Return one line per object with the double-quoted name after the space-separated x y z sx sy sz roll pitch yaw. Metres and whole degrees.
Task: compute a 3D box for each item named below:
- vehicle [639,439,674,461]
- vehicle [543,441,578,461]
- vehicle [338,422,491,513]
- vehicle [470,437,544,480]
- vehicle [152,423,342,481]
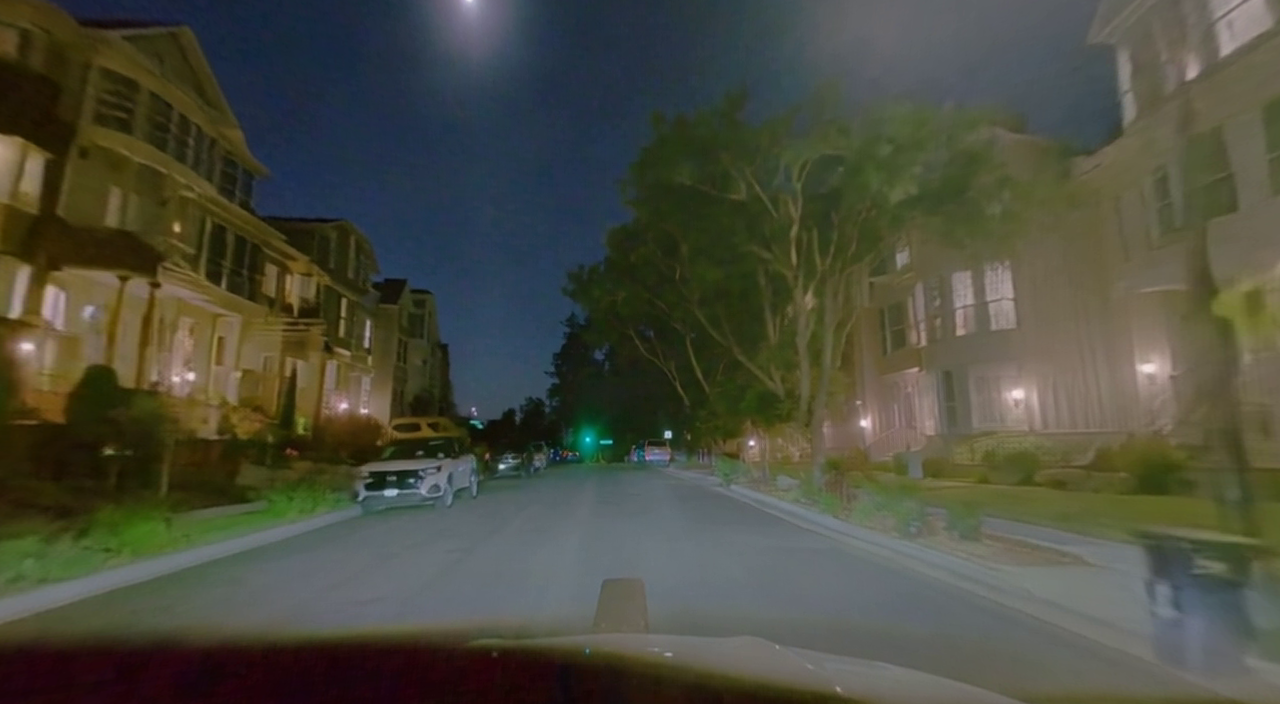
1.136 7.187 46.358 2.000 1.456 5.251 1 -8 -5 "vehicle"
-5.779 7.227 46.190 1.995 1.330 4.080 0 -8 0 "vehicle"
-4.756 2.524 14.107 1.974 1.664 4.539 0 -9 -3 "vehicle"
-5.122 4.147 24.909 2.086 1.493 4.582 -1 -8 -2 "vehicle"
-11.865 3.034 19.300 4.414 1.658 1.988 1 -8 -3 "vehicle"
